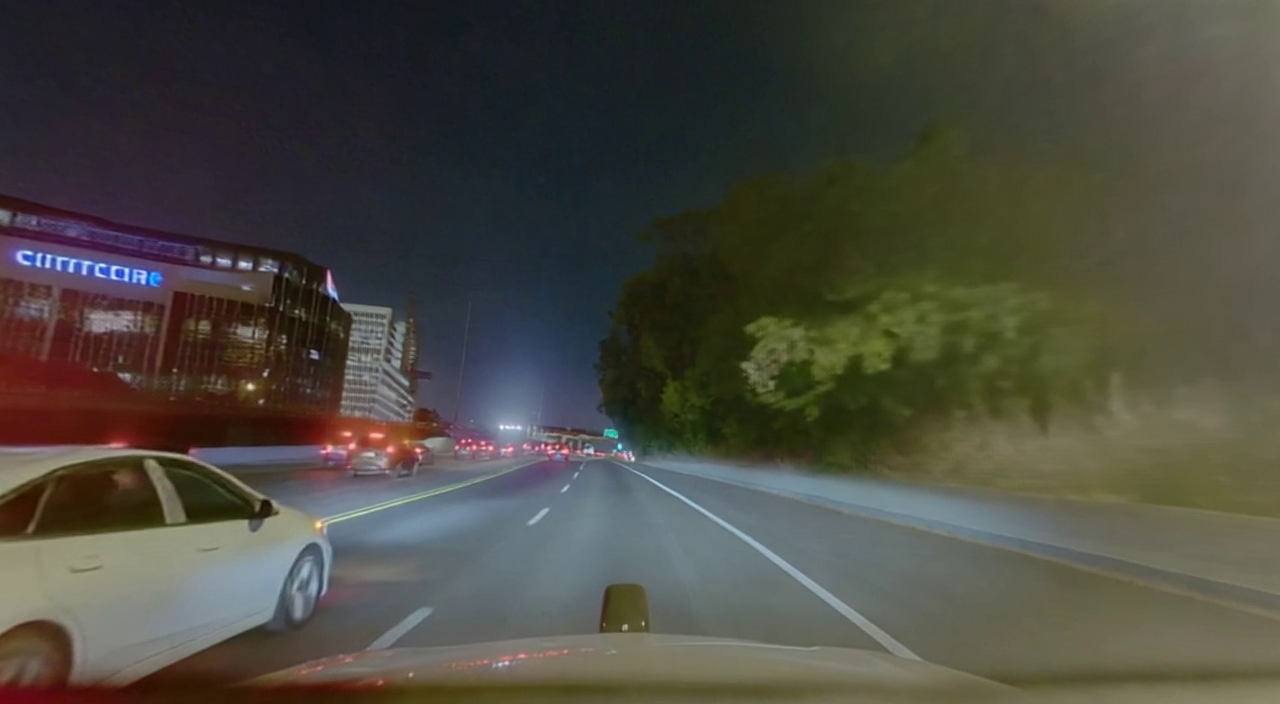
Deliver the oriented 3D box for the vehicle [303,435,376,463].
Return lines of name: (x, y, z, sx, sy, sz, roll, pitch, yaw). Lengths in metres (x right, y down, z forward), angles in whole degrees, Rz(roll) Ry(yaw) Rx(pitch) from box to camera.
vehicle: (-16.261, 5.292, 34.401, 1.982, 1.442, 4.367, 0, -9, -3)

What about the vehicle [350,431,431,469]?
vehicle: (-11.823, 4.699, 30.233, 2.078, 1.664, 4.595, 0, -9, -2)

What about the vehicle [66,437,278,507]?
vehicle: (-11.074, 2.849, 15.424, 1.950, 1.437, 4.326, 0, -9, -2)

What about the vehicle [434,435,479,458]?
vehicle: (-12.729, 6.635, 44.050, 1.953, 1.520, 4.549, 0, -9, -2)

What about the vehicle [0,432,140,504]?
vehicle: (-14.732, 2.726, 15.041, 1.937, 1.511, 4.618, 0, -9, -3)
